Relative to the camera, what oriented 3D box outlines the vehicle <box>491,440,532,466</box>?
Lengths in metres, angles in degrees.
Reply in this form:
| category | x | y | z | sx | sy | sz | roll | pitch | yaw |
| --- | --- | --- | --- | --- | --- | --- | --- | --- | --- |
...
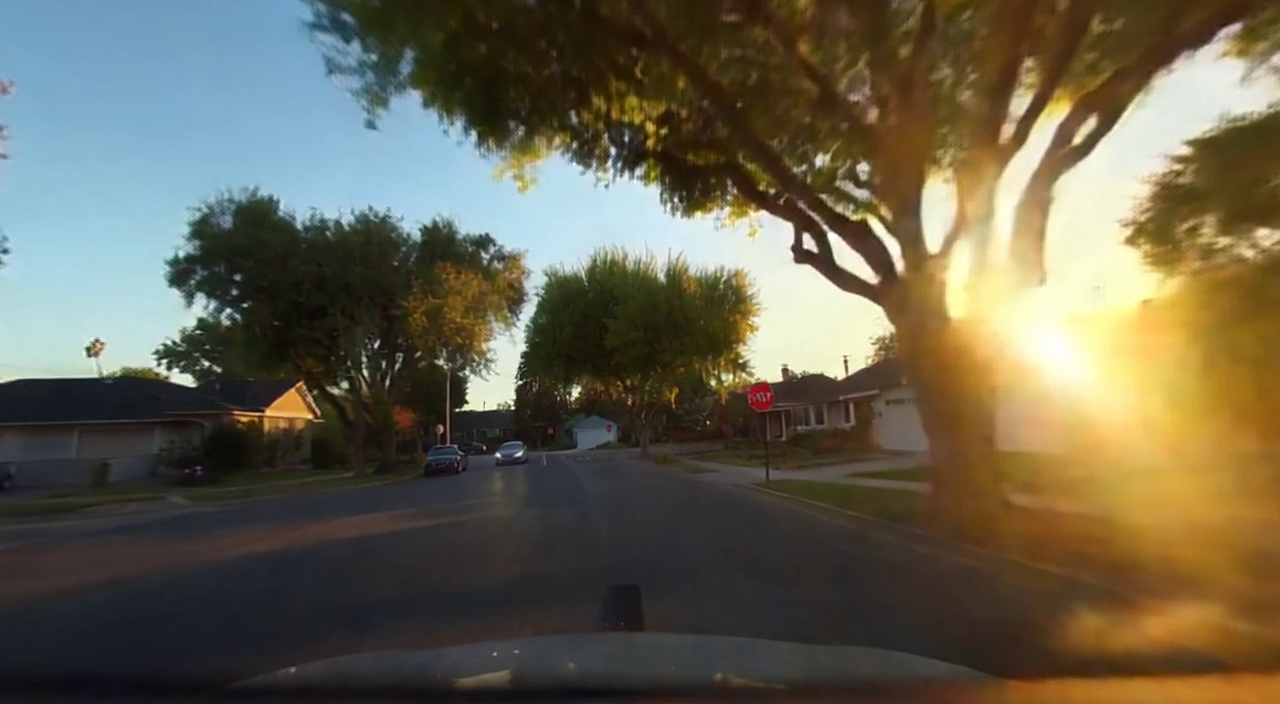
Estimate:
| category | x | y | z | sx | sy | sz | roll | pitch | yaw |
| --- | --- | --- | --- | --- | --- | --- | --- | --- | --- |
| vehicle | -7.950 | 6.279 | 39.518 | 2.146 | 1.506 | 4.885 | 1 | -9 | -8 |

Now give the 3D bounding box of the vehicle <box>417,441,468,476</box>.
| category | x | y | z | sx | sy | sz | roll | pitch | yaw |
| --- | --- | --- | --- | --- | --- | --- | --- | --- | --- |
| vehicle | -10.094 | 5.475 | 32.633 | 1.994 | 1.656 | 4.334 | 1 | -9 | -11 |
